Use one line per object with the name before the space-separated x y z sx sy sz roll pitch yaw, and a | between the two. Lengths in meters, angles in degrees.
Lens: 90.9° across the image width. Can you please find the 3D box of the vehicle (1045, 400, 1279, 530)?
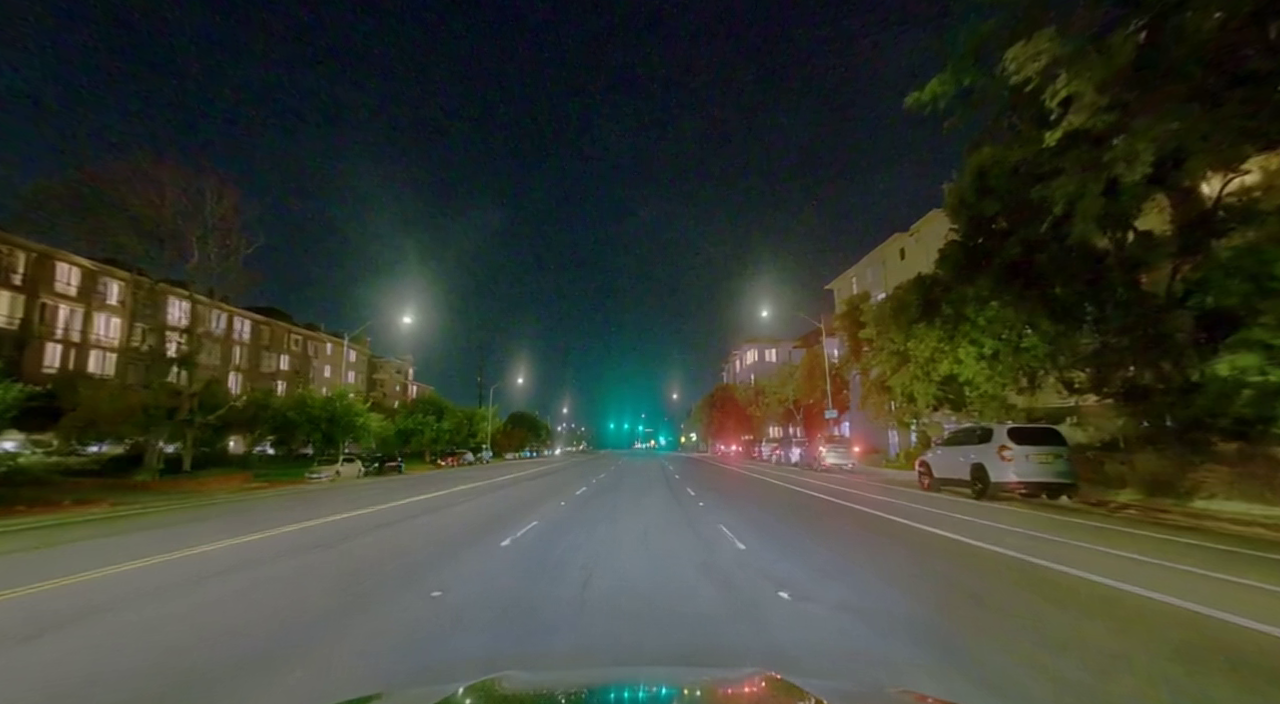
vehicle | 10.488 2.104 12.060 2.032 1.936 4.955 1 -9 -2

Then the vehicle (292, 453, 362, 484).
vehicle | -17.213 6.398 34.937 1.879 1.494 4.227 -1 -8 -3

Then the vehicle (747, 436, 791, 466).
vehicle | 10.032 7.759 49.588 2.115 2.151 5.826 1 -9 -1

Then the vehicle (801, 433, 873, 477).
vehicle | 9.869 5.207 32.101 2.169 2.043 5.484 0 -9 3

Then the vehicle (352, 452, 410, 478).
vehicle | -16.742 7.303 40.978 1.868 1.470 4.652 -1 -8 0

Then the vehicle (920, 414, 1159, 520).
vehicle | 9.199 2.717 15.374 2.215 2.068 5.493 0 -9 0
